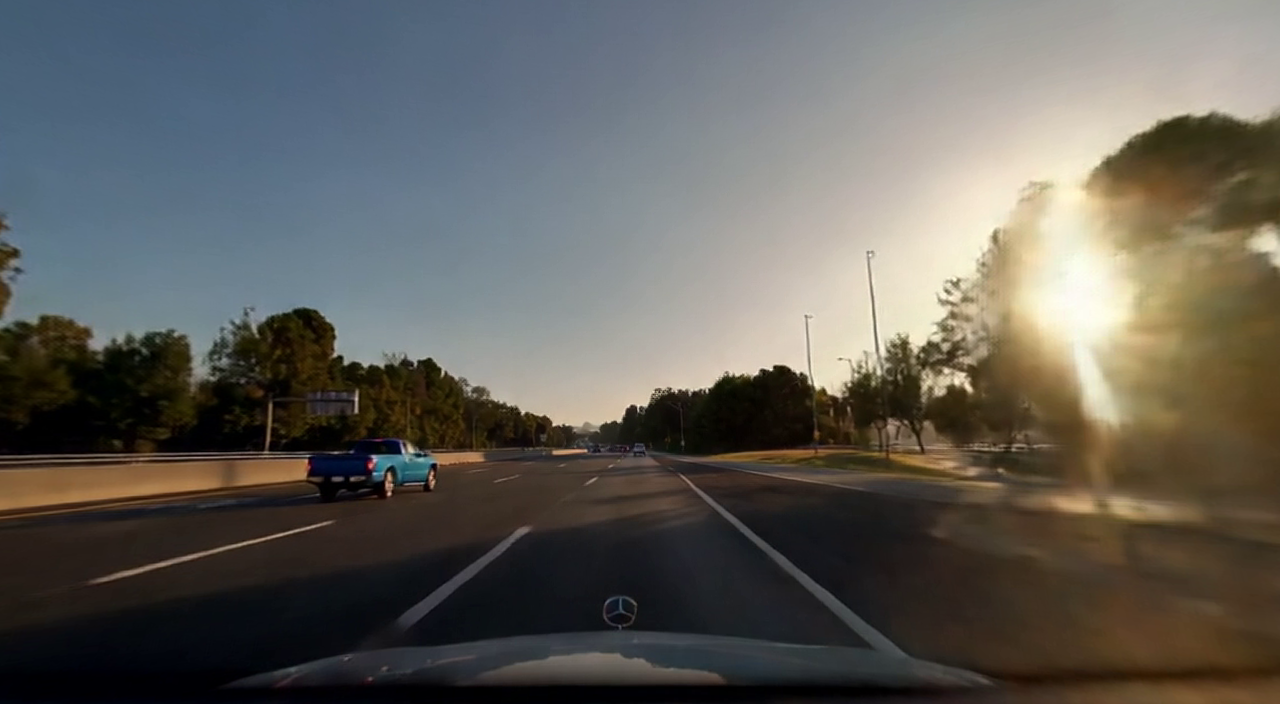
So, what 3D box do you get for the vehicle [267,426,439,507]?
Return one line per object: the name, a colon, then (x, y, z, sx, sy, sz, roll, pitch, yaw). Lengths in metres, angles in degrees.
vehicle: (-7.308, 2.960, 16.823, 2.231, 1.807, 4.758, 0, -8, 1)
